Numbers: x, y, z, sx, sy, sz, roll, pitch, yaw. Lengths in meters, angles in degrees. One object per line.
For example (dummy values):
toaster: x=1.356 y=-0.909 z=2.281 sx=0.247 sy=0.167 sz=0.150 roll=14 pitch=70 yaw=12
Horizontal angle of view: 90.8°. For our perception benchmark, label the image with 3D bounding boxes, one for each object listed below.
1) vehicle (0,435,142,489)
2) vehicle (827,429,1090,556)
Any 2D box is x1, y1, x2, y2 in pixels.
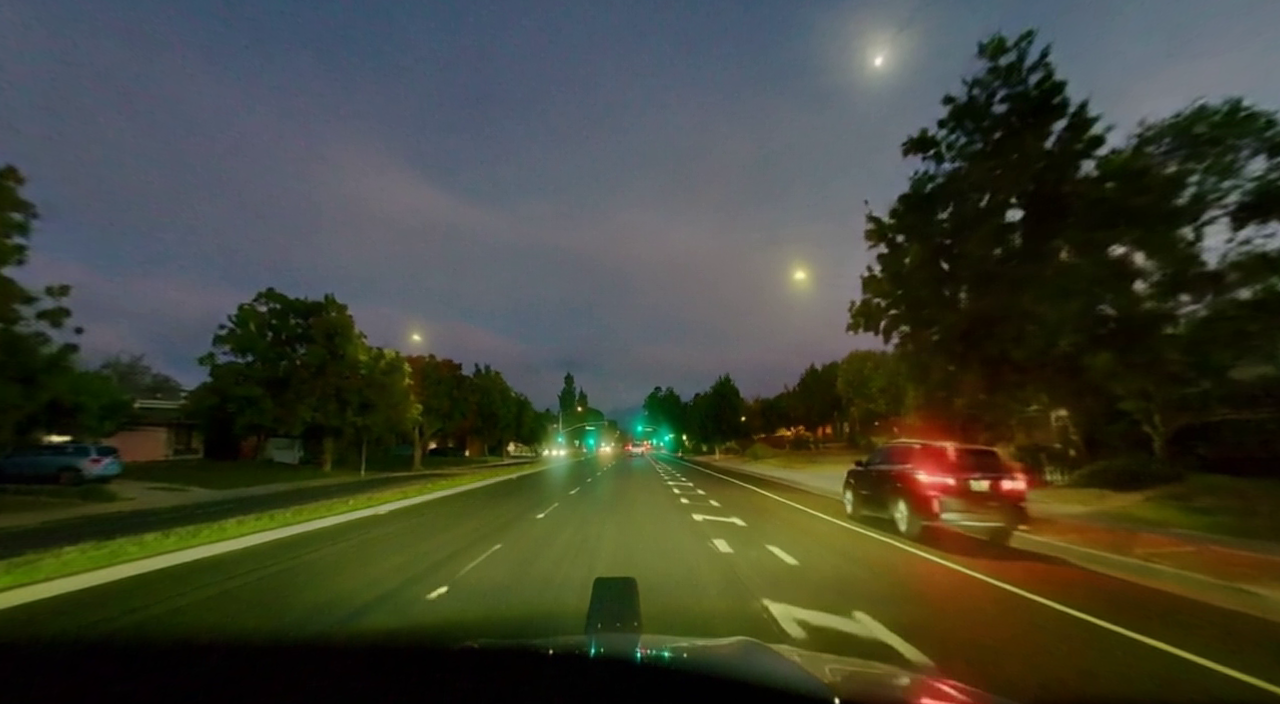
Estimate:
vehicle: x=-21.203 y=3.910 z=22.754 sx=4.666 sy=1.677 sz=1.978 roll=3 pitch=-9 yaw=-2
vehicle: x=4.858 y=2.179 z=10.641 sx=1.967 sy=1.631 sz=4.692 roll=0 pitch=-8 yaw=0
